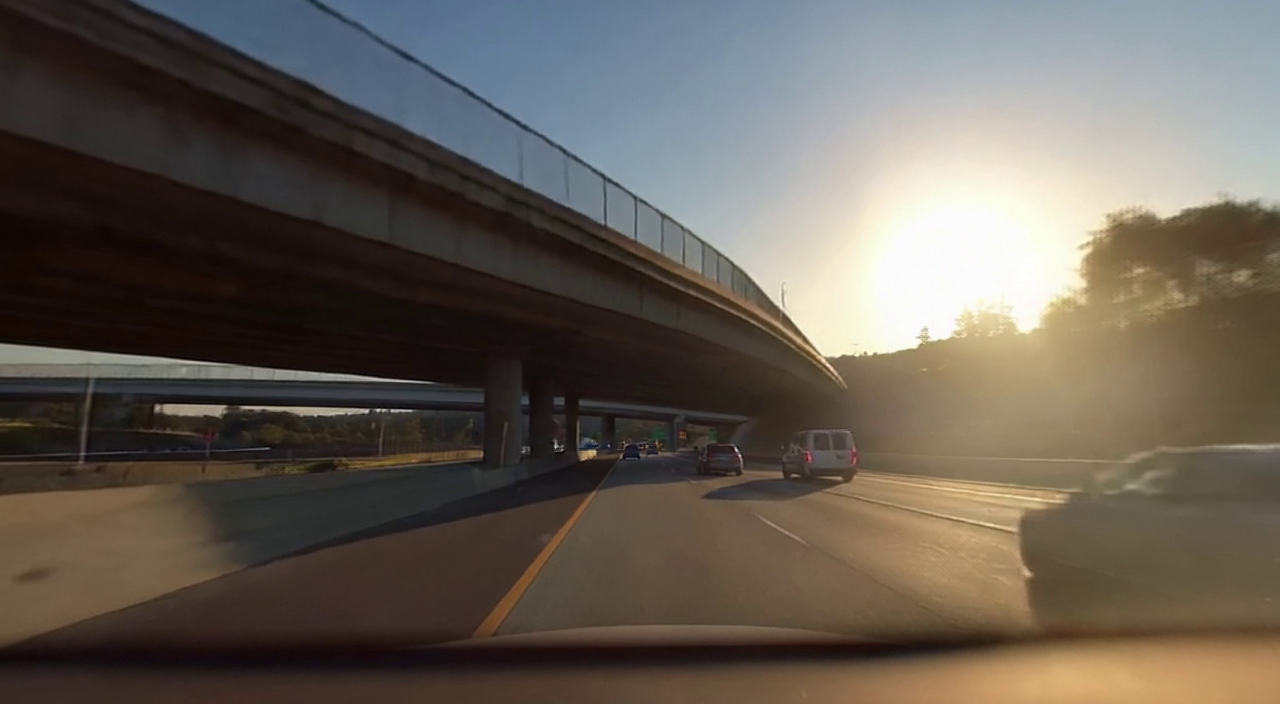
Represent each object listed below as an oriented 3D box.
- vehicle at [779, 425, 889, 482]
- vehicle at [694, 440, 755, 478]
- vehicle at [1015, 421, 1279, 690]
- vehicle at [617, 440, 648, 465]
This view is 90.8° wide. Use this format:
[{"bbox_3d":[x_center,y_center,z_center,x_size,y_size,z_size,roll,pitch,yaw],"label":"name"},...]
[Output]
[{"bbox_3d":[7.663,4.117,25.817,2.448,2.042,5.959,0,-8,-1],"label":"vehicle"},{"bbox_3d":[3.822,4.940,29.454,2.005,1.585,4.863,0,-8,-2],"label":"vehicle"},{"bbox_3d":[4.481,1.129,3.570,1.971,1.453,4.414,0,-8,0],"label":"vehicle"},{"bbox_3d":[-0.596,7.545,47.522,2.256,1.743,4.189,0,-8,-1],"label":"vehicle"}]
